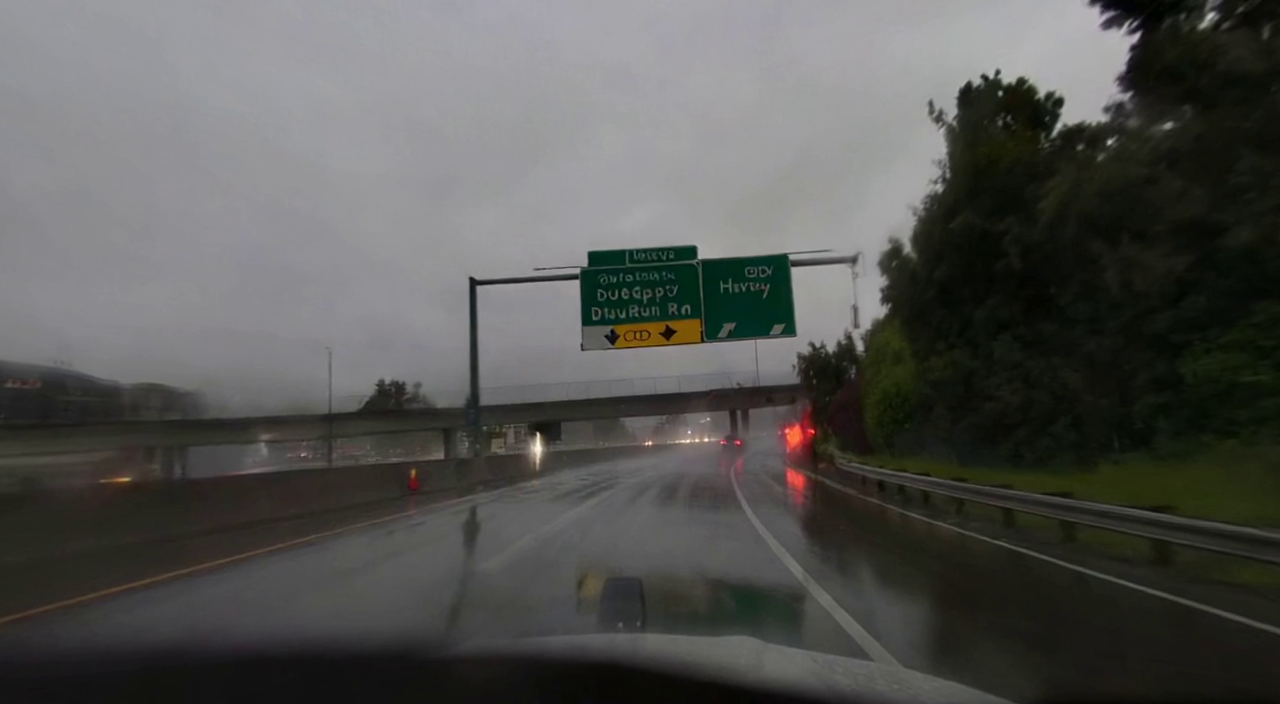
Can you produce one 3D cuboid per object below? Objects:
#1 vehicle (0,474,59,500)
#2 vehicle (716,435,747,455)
[{"bbox_3d":[-48.209,10.512,49.227,1.913,1.691,4.696,2,-9,-13],"label":"vehicle"},{"bbox_3d":[7.262,7.343,49.815,1.985,1.511,4.012,-2,-9,14],"label":"vehicle"}]
